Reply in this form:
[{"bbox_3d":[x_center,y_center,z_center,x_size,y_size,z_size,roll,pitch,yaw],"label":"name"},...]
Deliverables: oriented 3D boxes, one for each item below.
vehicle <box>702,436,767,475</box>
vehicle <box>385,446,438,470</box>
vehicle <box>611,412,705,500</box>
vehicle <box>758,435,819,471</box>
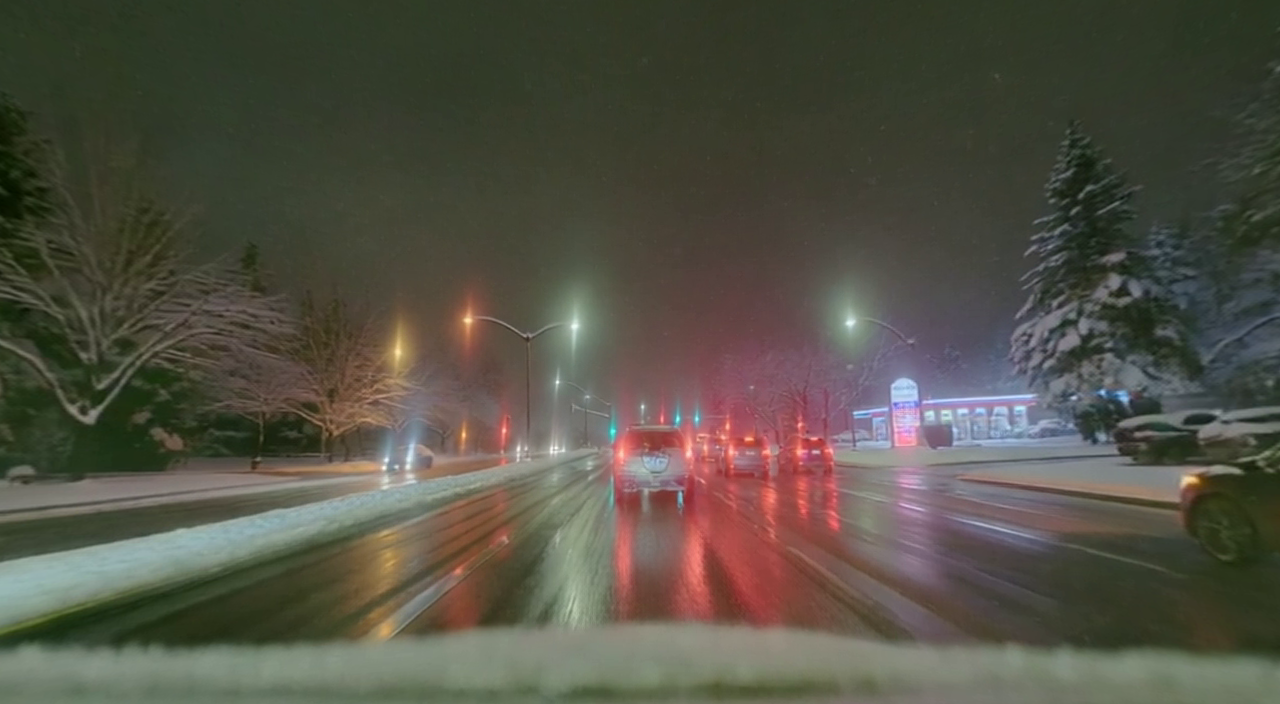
[{"bbox_3d":[3.827,4.270,26.287,1.940,1.474,4.234,0,-8,-2],"label":"vehicle"},{"bbox_3d":[-15.502,7.165,43.040,1.914,1.496,4.361,0,-8,1],"label":"vehicle"},{"bbox_3d":[0.285,2.632,16.342,2.038,1.917,4.900,0,-8,-3],"label":"vehicle"},{"bbox_3d":[6.943,4.756,30.016,1.793,1.585,4.130,0,-8,-1],"label":"vehicle"}]
